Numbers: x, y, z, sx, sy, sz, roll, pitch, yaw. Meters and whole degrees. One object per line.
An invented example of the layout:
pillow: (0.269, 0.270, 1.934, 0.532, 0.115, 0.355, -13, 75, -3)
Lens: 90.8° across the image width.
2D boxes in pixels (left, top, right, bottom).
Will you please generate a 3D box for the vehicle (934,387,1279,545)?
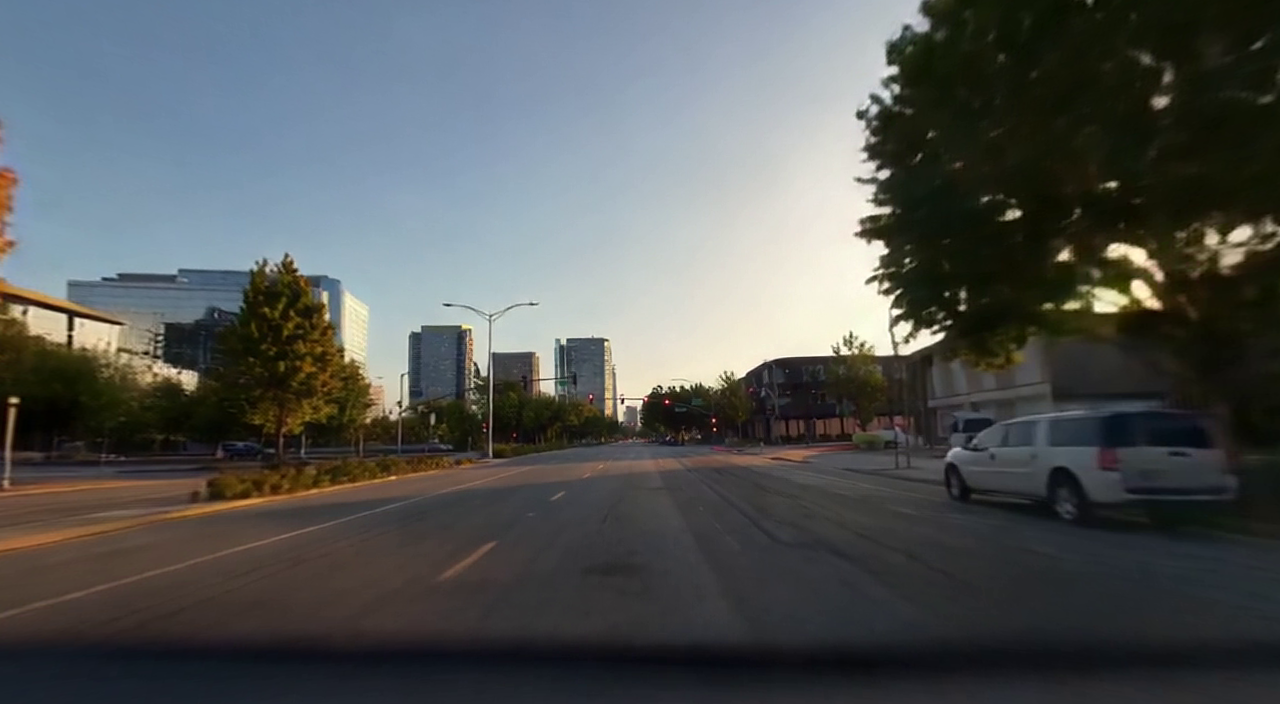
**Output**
vehicle: (7.422, 1.781, 10.499, 2.234, 1.880, 5.812, 0, -8, -1)
